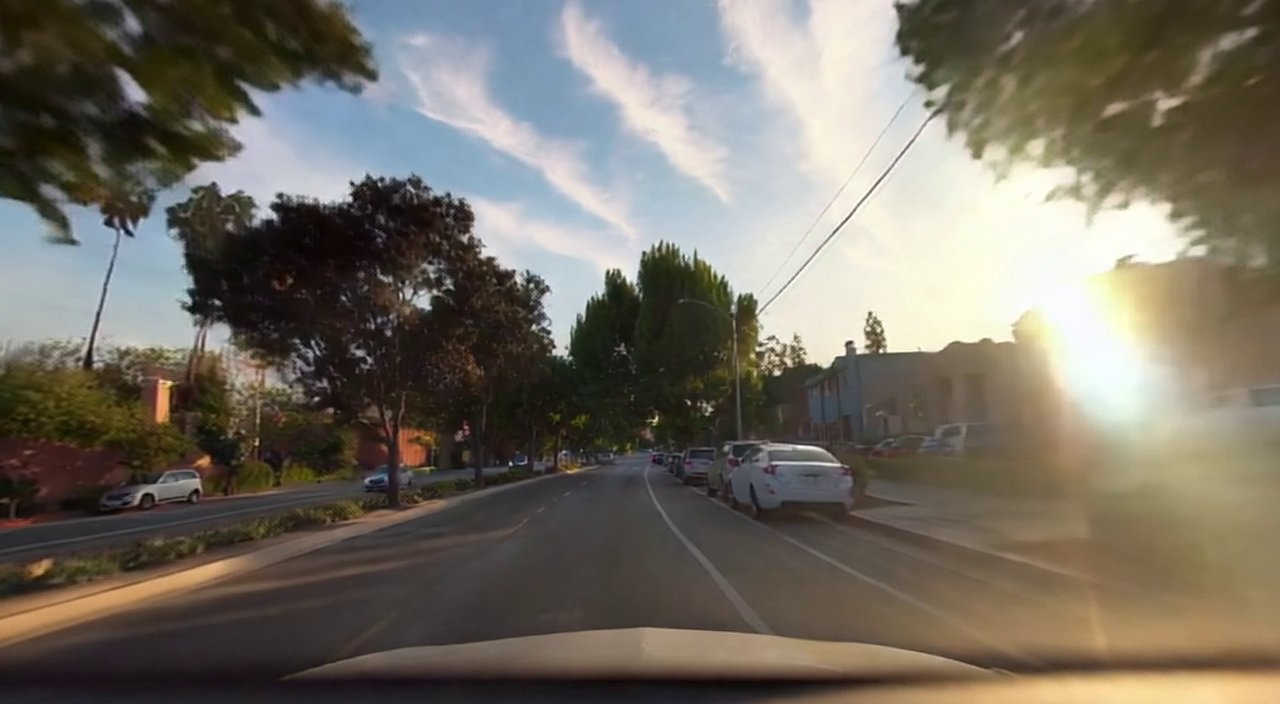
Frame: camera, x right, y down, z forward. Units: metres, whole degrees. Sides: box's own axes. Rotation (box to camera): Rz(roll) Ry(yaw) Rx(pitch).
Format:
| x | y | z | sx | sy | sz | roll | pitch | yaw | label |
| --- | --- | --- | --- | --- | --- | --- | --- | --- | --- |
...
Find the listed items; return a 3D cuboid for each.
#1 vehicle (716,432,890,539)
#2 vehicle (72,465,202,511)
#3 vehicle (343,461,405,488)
| x | y | z | sx | sy | sz | roll | pitch | yaw | label |
| --- | --- | --- | --- | --- | --- | --- | --- | --- | --- |
| 3.012 | 2.596 | 13.060 | 2.078 | 1.738 | 5.133 | 0 | -8 | -2 | vehicle |
| -25.154 | 6.789 | 31.883 | 2.305 | 1.919 | 5.187 | 0 | -8 | -1 | vehicle |
| -17.278 | 7.973 | 41.229 | 1.946 | 1.492 | 4.794 | 0 | -8 | 0 | vehicle |
